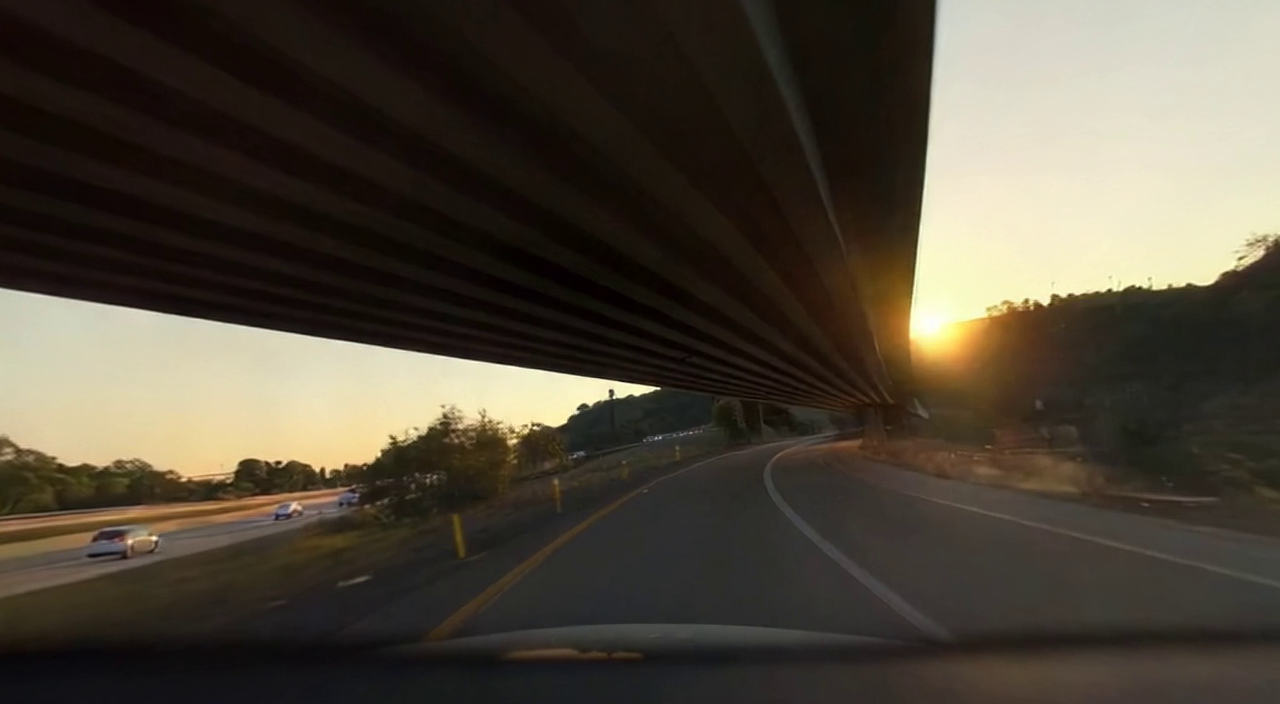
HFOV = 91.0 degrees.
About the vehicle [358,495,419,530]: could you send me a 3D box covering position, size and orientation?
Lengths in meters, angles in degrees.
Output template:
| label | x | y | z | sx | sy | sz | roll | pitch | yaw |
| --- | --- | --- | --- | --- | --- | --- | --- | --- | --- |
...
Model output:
| label | x | y | z | sx | sy | sz | roll | pitch | yaw |
| --- | --- | --- | --- | --- | --- | --- | --- | --- | --- |
| vehicle | -19.146 | 12.243 | 47.981 | 3.746 | 2.325 | 2.109 | -4 | -9 | 10 |
